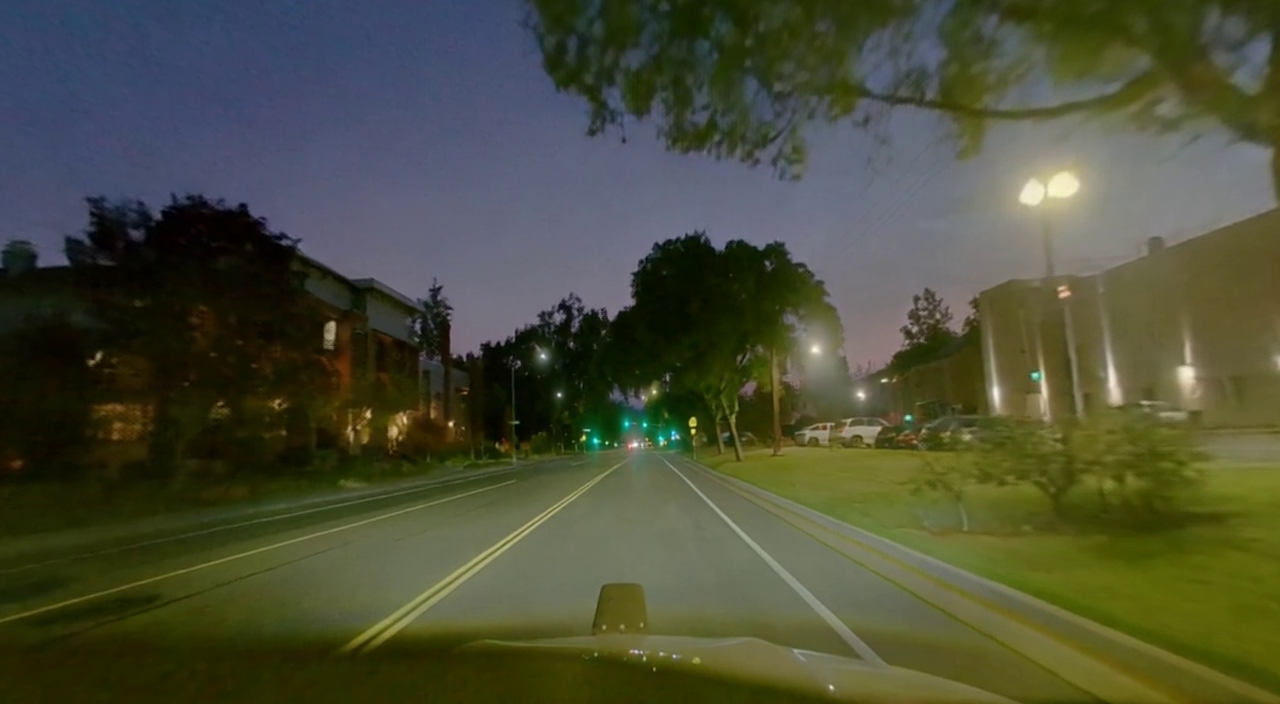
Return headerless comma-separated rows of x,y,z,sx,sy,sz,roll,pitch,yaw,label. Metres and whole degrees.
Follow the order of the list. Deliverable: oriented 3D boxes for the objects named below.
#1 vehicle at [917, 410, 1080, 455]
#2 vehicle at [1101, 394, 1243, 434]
12.624,2.886,22.388,4.529,1.490,2.168,1,-8,-6,vehicle
25.674,3.039,30.547,4.864,1.797,2.150,0,-8,0,vehicle
